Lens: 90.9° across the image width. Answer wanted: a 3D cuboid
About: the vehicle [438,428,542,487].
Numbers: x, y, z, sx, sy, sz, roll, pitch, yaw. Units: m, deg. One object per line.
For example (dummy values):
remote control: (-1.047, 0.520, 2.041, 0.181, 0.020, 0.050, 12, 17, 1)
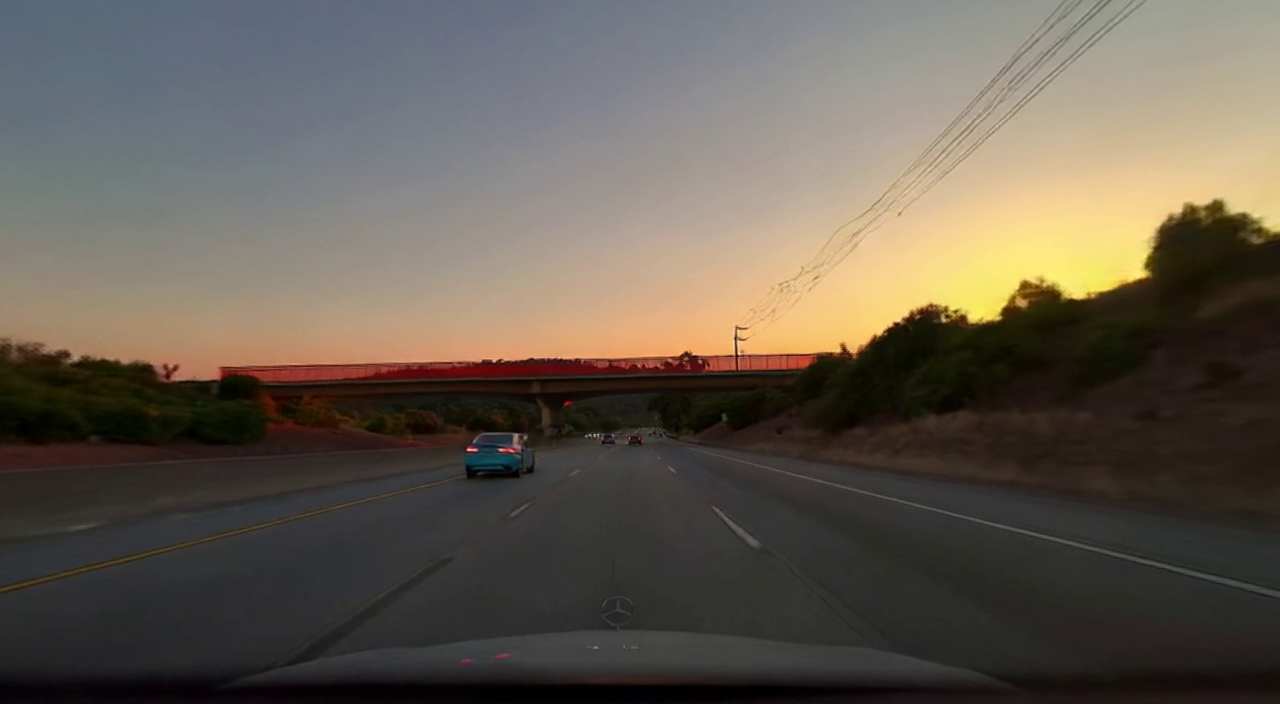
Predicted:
vehicle: (-4.324, 3.097, 18.976, 2.074, 1.535, 4.437, 0, -8, 0)
